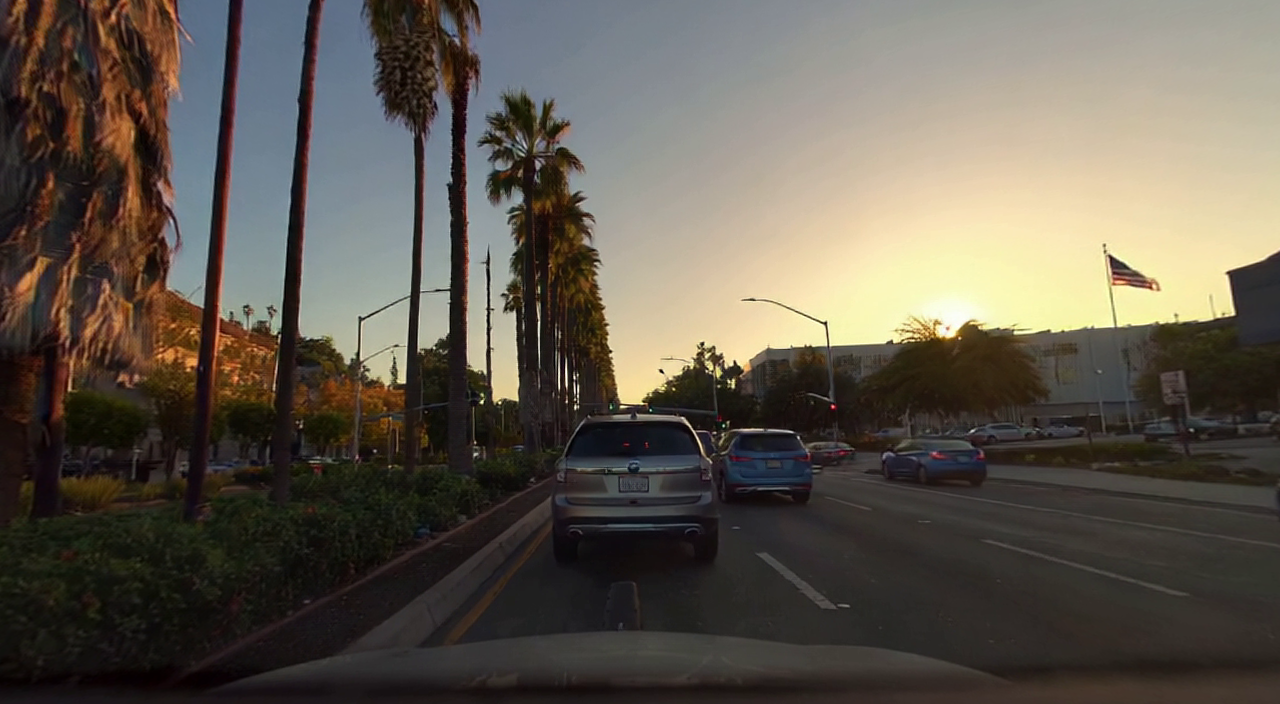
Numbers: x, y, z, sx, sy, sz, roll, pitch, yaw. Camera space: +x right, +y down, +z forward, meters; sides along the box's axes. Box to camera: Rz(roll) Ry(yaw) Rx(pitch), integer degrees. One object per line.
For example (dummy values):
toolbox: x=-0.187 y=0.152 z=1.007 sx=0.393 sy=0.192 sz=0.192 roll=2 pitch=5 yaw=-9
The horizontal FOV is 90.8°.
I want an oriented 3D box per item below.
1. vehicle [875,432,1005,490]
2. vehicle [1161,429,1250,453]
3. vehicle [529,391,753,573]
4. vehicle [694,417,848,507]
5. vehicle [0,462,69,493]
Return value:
vehicle: x=10.098 y=3.692 z=21.751 sx=2.155 sy=1.779 sz=4.582 roll=0 pitch=-9 yaw=-1
vehicle: x=36.417 y=5.748 z=40.838 sx=1.839 sy=1.455 sz=4.395 roll=-1 pitch=-9 yaw=3
vehicle: x=-0.065 y=1.732 z=9.144 sx=2.402 sy=1.938 sz=4.535 roll=0 pitch=-9 yaw=-2
vehicle: x=3.249 y=2.976 z=17.566 sx=2.773 sy=2.021 sz=6.212 roll=0 pitch=-9 yaw=-2
vehicle: x=-45.835 y=9.052 z=45.745 sx=6.410 sy=2.078 sz=2.584 roll=0 pitch=-9 yaw=0
